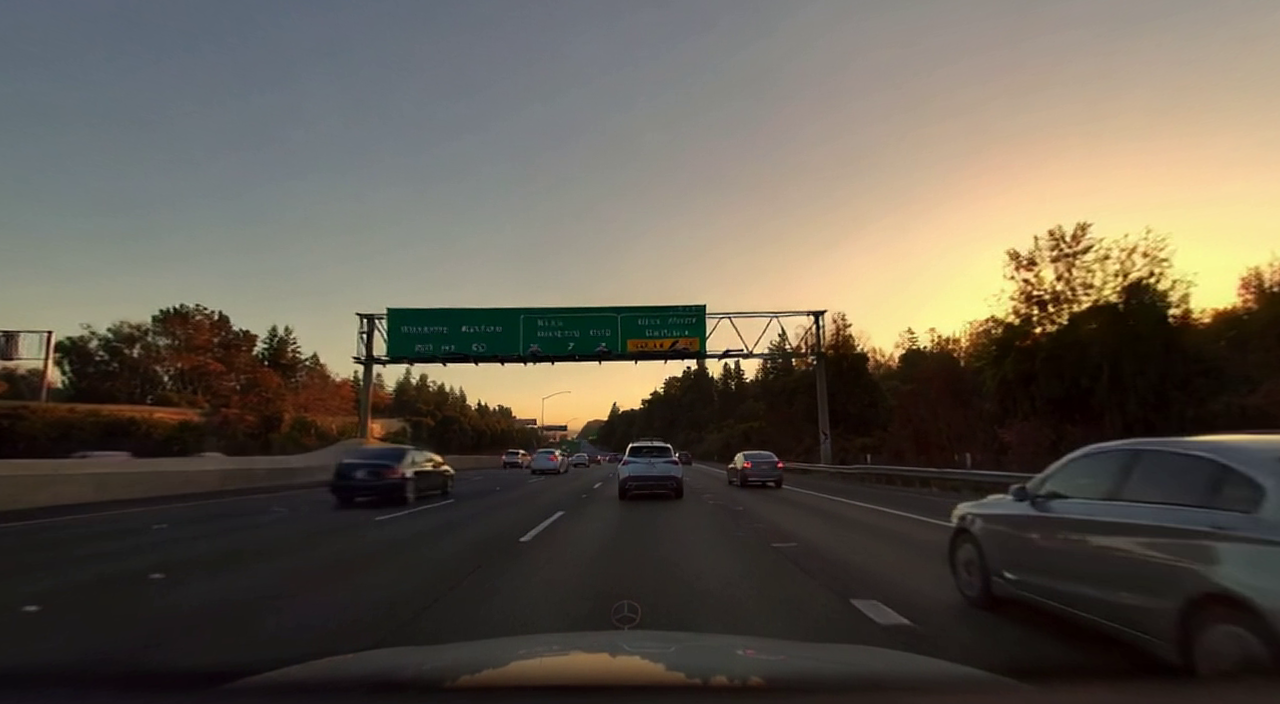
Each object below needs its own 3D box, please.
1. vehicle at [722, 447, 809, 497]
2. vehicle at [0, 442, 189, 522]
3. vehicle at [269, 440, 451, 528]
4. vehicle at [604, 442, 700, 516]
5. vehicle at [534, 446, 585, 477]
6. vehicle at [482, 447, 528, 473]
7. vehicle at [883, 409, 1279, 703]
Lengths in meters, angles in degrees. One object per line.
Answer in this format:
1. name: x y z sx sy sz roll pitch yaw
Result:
1. vehicle: 4.210 4.086 21.914 2.002 1.499 4.710 0 -9 -1
2. vehicle: -13.965 3.113 15.664 2.094 1.662 4.486 0 -9 1
3. vehicle: -5.782 2.750 13.707 2.014 1.587 4.265 0 -9 -1
4. vehicle: 0.255 3.004 15.372 2.044 1.554 3.824 0 -9 0
5. vehicle: -4.792 6.599 38.244 2.182 1.743 5.144 -1 -9 3
6. vehicle: -9.924 7.977 46.780 2.213 1.824 4.990 0 -9 1
7. vehicle: 3.573 1.294 4.549 2.044 1.523 3.947 0 -9 0
